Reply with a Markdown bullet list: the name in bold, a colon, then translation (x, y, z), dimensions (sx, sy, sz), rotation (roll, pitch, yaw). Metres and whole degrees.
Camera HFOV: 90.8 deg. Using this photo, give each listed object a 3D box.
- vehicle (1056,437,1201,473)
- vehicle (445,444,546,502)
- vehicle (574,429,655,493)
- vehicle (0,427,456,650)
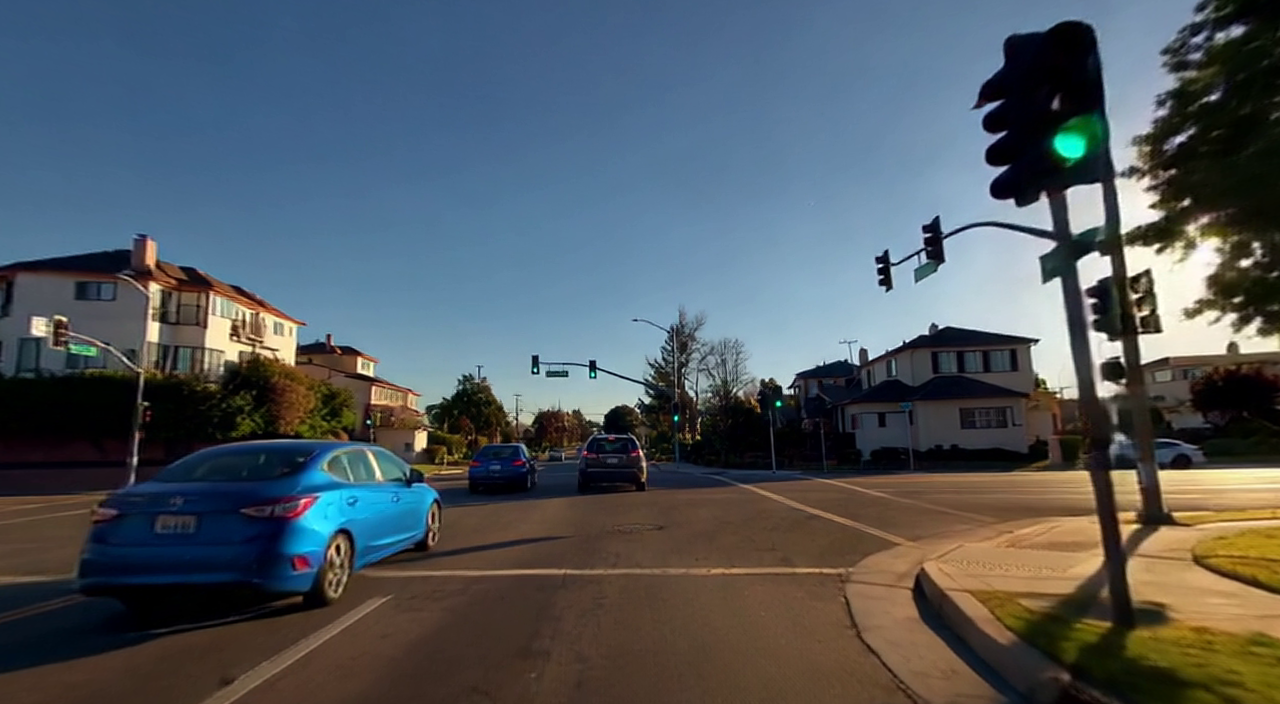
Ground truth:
- **vehicle**: translation (20.512, 4.352, 26.751), dimensions (4.353, 1.431, 1.876), rotation (-2, -9, 12)
- **vehicle**: translation (-4.019, 3.416, 18.352), dimensions (1.934, 1.459, 4.368), rotation (0, -8, -1)
- **vehicle**: translation (-0.847, 3.585, 21.118), dimensions (2.396, 1.881, 4.606), rotation (0, -8, -2)
- **vehicle**: translation (-3.650, 1.620, 6.716), dimensions (1.977, 1.488, 4.741), rotation (0, -8, 0)
